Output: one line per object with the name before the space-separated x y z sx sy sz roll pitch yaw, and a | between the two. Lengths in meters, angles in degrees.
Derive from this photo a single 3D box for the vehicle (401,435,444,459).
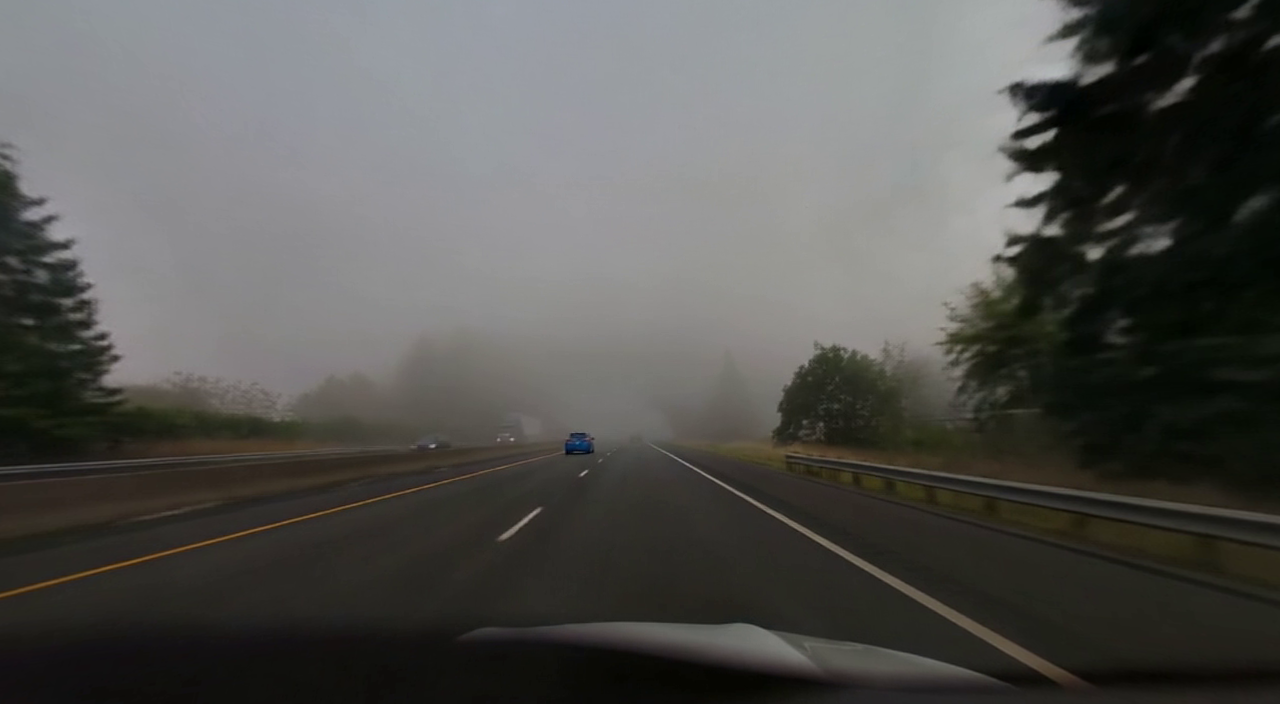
vehicle | -14.281 6.239 41.584 1.584 1.442 3.502 0 -8 0

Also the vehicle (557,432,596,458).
vehicle | -3.864 5.729 39.011 2.085 1.479 3.846 0 -8 -1
